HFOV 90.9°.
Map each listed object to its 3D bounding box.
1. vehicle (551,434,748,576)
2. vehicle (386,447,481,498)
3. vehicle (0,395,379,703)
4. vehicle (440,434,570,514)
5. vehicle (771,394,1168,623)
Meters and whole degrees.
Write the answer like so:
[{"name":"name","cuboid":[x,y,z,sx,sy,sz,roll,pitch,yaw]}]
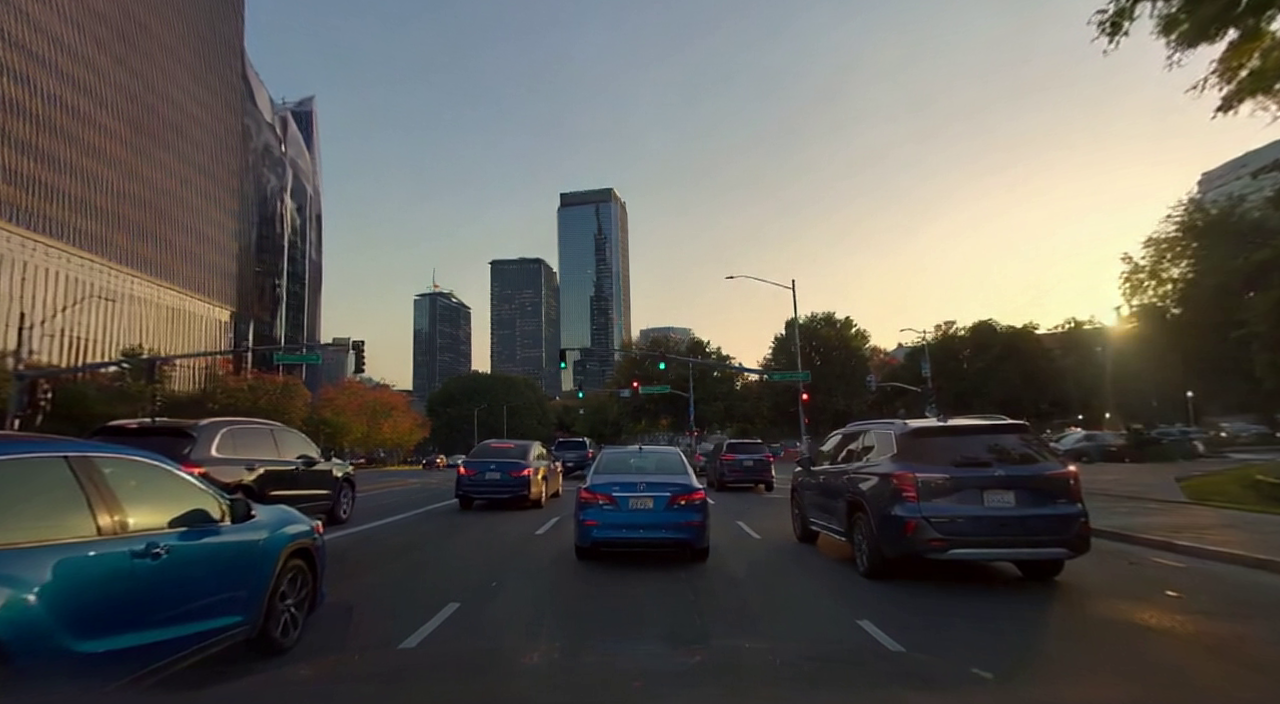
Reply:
[{"name":"vehicle","cuboid":[0.076,1.965,8.906,2.147,1.507,3.953,0,-8,-1]},{"name":"vehicle","cuboid":[-6.569,3.854,20.510,1.778,1.475,3.769,0,-9,0]},{"name":"vehicle","cuboid":[-3.308,1.018,2.878,2.144,1.505,4.635,-1,-9,2]},{"name":"vehicle","cuboid":[-3.194,3.002,16.062,2.168,1.719,4.561,-1,-8,2]},{"name":"vehicle","cuboid":[3.062,1.551,7.212,2.108,1.785,4.334,0,-8,-1]}]
